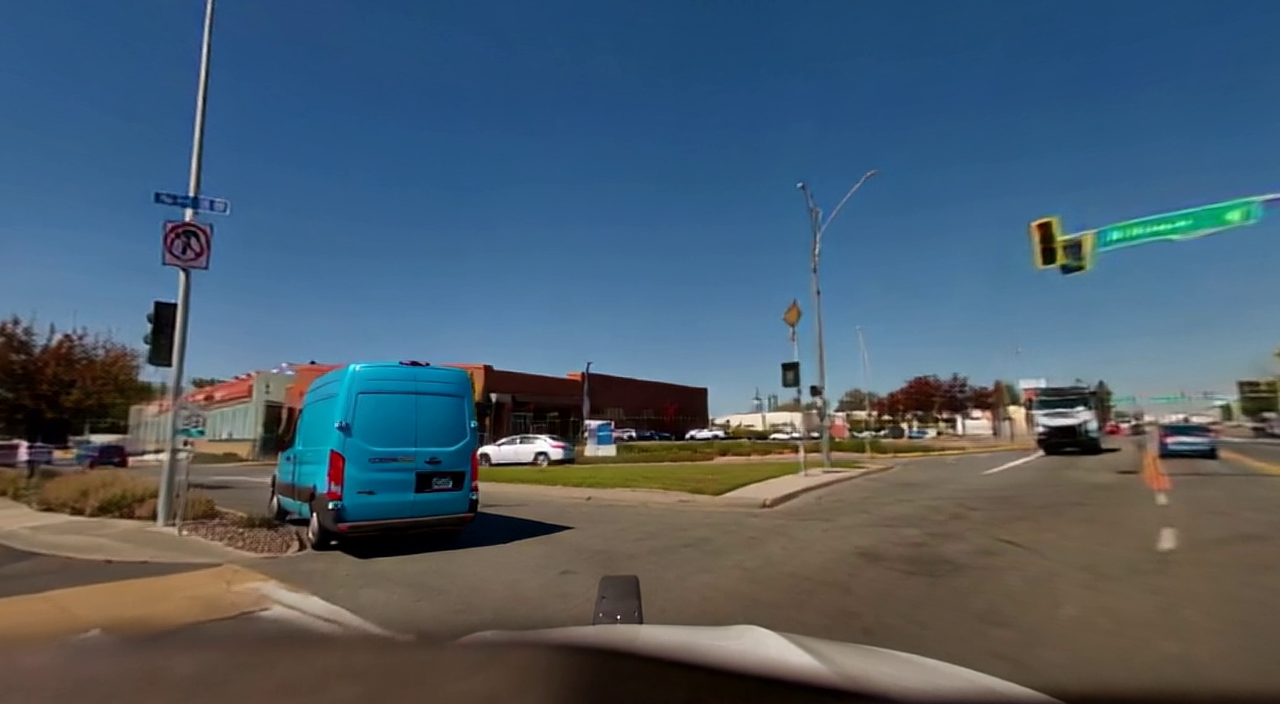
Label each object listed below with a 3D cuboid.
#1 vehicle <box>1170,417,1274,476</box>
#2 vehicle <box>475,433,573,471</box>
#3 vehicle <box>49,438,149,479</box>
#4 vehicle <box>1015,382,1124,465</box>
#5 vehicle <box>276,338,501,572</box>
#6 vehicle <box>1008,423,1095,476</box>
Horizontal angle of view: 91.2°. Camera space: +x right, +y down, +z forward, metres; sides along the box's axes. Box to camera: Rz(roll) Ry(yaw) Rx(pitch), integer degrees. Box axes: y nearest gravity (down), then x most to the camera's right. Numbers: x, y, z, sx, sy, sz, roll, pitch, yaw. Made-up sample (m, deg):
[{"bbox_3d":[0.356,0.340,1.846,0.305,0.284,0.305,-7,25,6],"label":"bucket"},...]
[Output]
[{"bbox_3d":[17.849,2.922,19.411,1.948,1.613,3.879,-7,-10,38],"label":"vehicle"},{"bbox_3d":[-5.095,4.435,27.883,4.109,1.592,2.008,1,-9,-8],"label":"vehicle"},{"bbox_3d":[-22.164,4.303,25.607,4.457,1.533,1.933,-6,-10,35],"label":"vehicle"},{"bbox_3d":[21.605,3.687,30.989,3.158,3.294,13.584,-6,-10,38],"label":"vehicle"},{"bbox_3d":[-4.370,1.575,10.147,2.432,2.624,5.670,5,-10,-30],"label":"vehicle"},{"bbox_3d":[14.140,3.297,21.417,2.017,1.599,4.436,-7,-10,37],"label":"vehicle"}]
